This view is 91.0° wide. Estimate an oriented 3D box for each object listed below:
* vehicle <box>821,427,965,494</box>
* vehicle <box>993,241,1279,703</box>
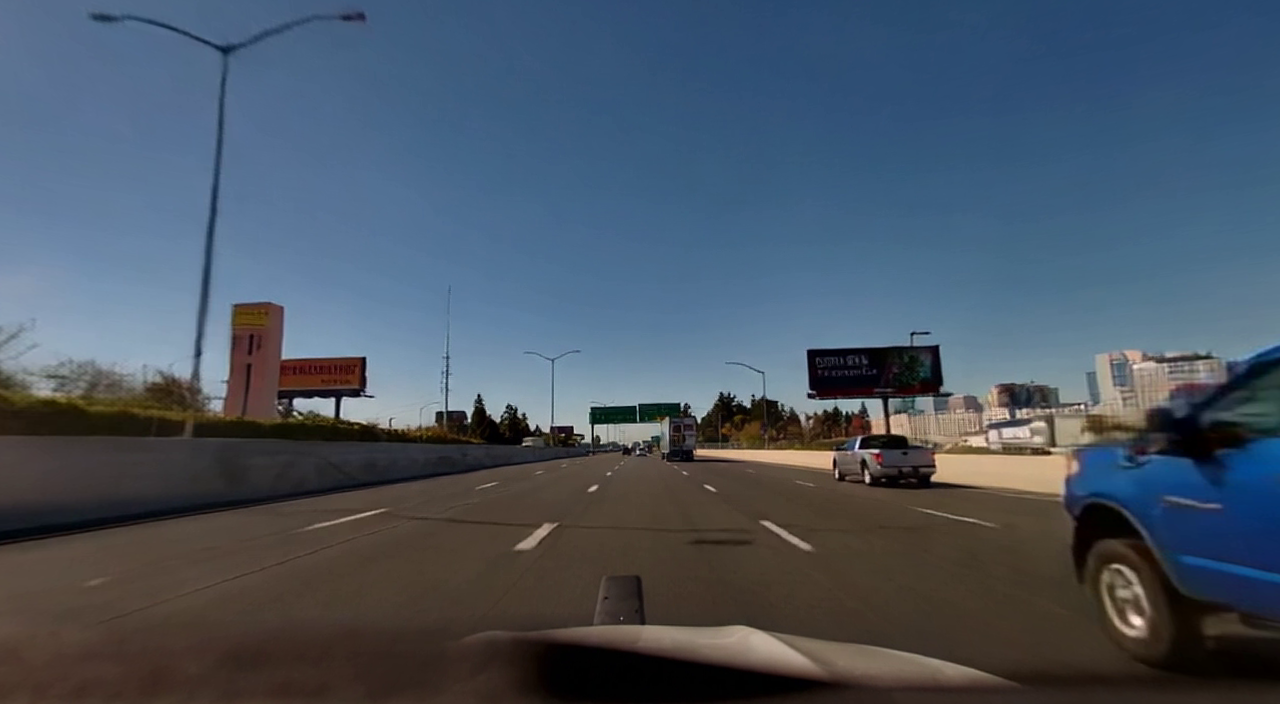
[{"bbox_3d":[8.282,3.630,21.380,2.544,1.947,5.288,0,-9,-1],"label":"vehicle"},{"bbox_3d":[4.097,0.435,1.561,2.740,2.157,6.300,0,-9,0],"label":"vehicle"}]
